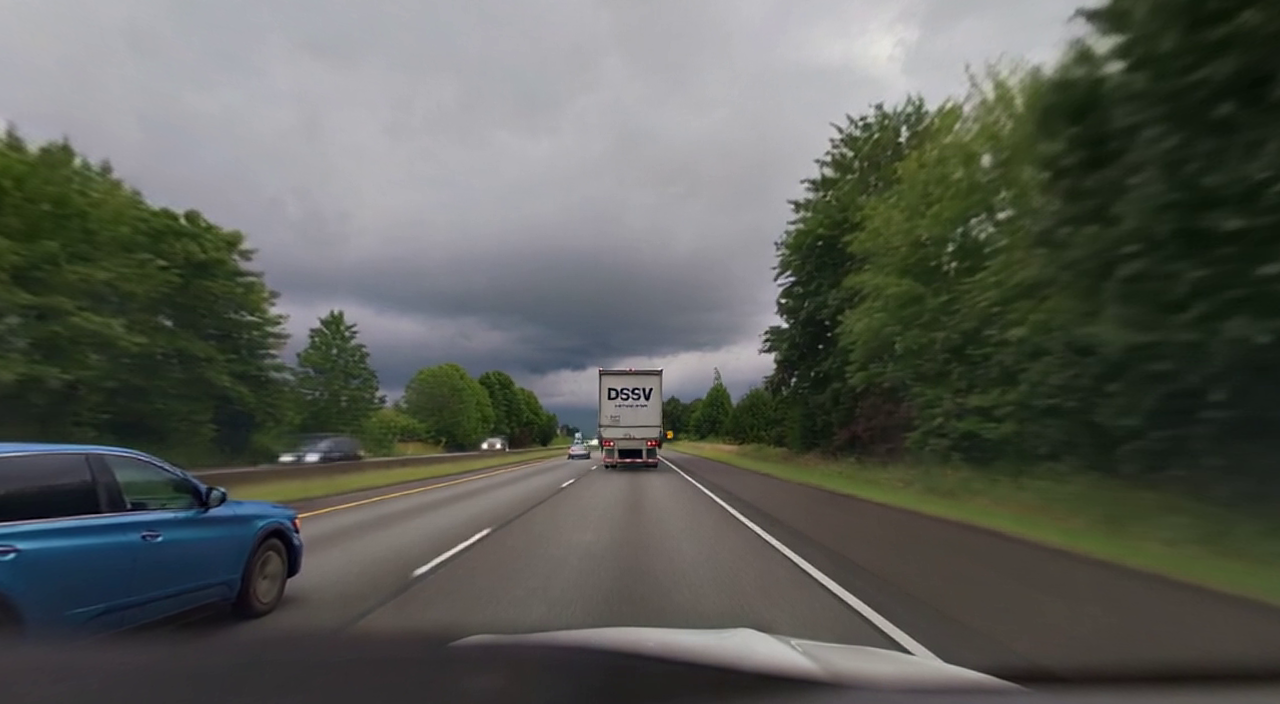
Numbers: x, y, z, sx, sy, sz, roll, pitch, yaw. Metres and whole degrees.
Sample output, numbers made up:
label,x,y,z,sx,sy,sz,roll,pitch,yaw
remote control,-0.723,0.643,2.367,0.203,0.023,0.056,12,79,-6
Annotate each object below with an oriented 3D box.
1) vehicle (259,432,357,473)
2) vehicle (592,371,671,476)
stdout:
label,x,y,z,sx,sy,sz,roll,pitch,yaw
vehicle,-13.554,4.111,26.021,1.790,1.518,4.111,0,-8,0
vehicle,-0.438,3.381,28.844,2.969,3.957,10.270,0,-8,-1
